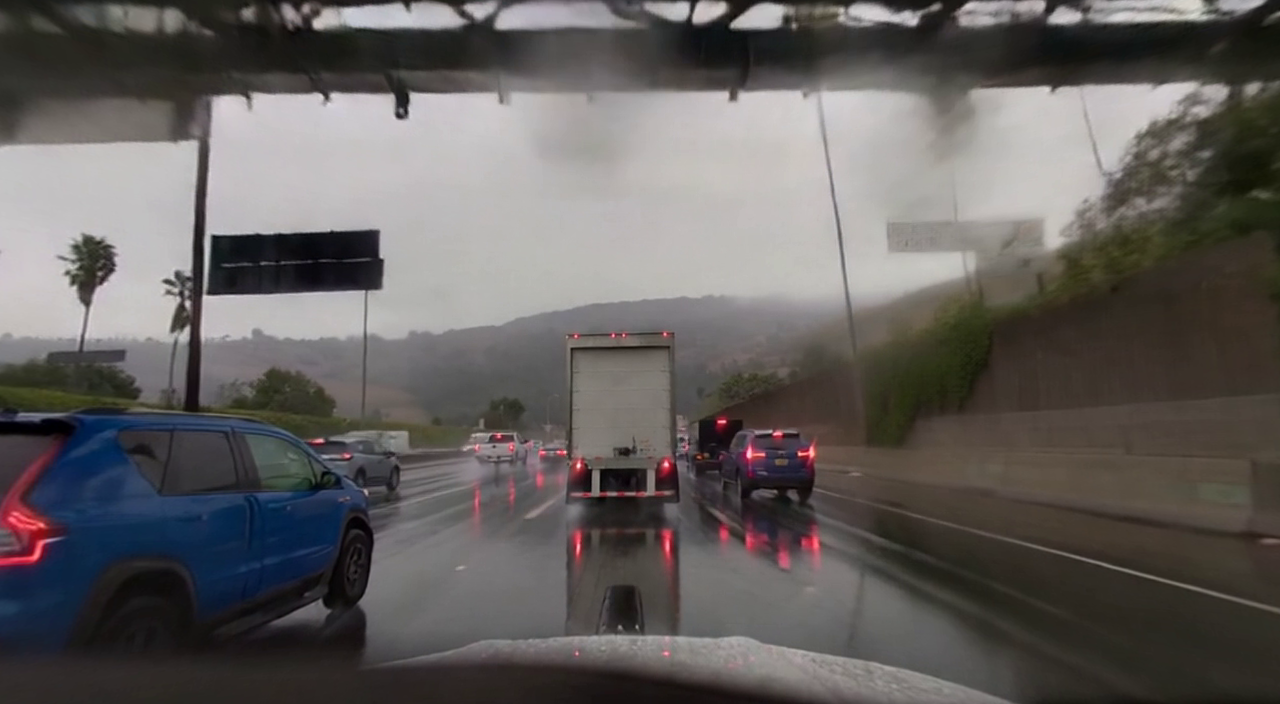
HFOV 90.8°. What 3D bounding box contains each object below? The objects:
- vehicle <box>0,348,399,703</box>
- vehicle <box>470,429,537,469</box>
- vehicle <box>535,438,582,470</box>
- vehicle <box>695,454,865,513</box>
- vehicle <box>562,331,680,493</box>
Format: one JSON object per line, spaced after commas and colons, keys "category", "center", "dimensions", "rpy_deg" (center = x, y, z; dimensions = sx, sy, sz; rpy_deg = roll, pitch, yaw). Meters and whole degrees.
{"category": "vehicle", "center": [-3.213, 1.074, 3.845], "dimensions": [1.885, 1.654, 4.103], "rpy_deg": [0, -9, -1]}
{"category": "vehicle", "center": [-7.290, 5.250, 34.357], "dimensions": [2.344, 1.954, 5.579], "rpy_deg": [0, -9, 0]}
{"category": "vehicle", "center": [-4.026, 5.094, 31.728], "dimensions": [1.874, 1.475, 4.328], "rpy_deg": [0, -9, -1]}
{"category": "vehicle", "center": [2.942, 2.974, 14.943], "dimensions": [2.635, 1.036, 5.568], "rpy_deg": [0, -9, -2]}
{"category": "vehicle", "center": [-0.446, 2.274, 21.152], "dimensions": [2.906, 4.040, 10.743], "rpy_deg": [0, -9, 0]}
